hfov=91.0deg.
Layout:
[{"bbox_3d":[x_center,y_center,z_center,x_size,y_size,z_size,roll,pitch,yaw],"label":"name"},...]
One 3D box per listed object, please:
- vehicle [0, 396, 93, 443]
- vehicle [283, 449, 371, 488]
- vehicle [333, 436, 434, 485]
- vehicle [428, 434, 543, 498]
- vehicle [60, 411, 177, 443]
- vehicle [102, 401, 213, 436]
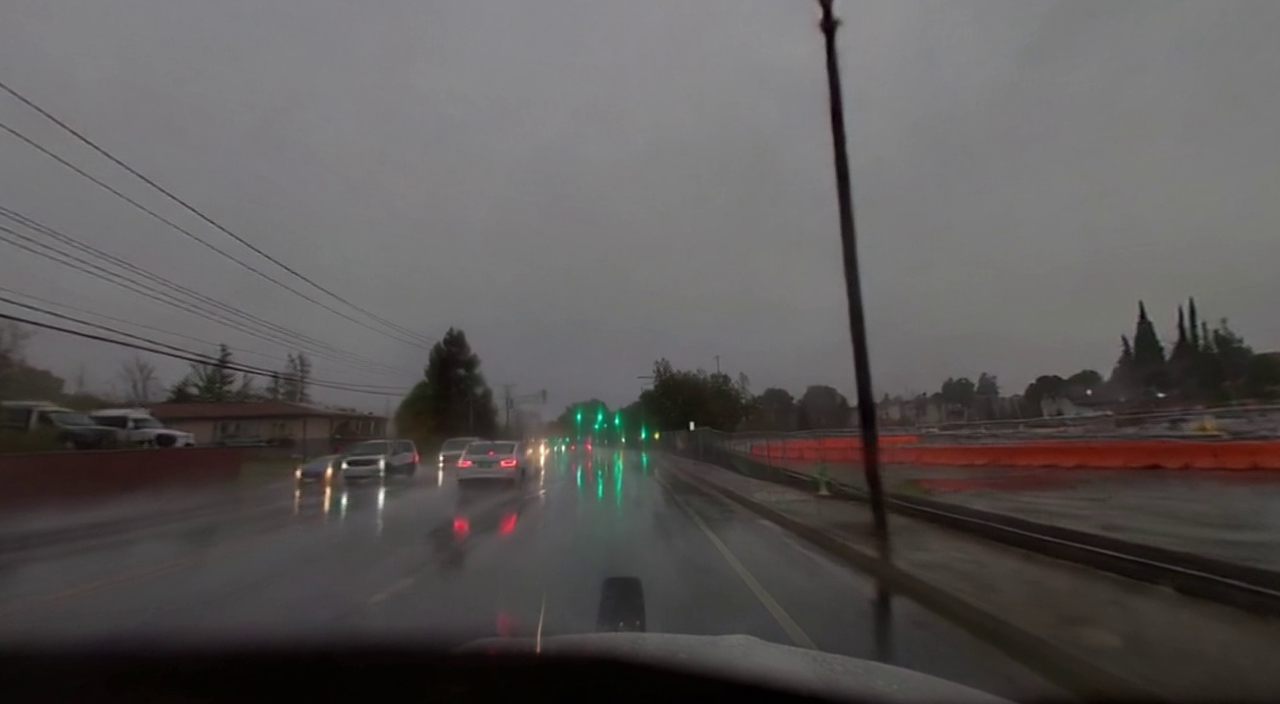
[{"bbox_3d":[-24.873,2.656,24.714,4.635,1.737,2.146,1,-8,-4],"label":"vehicle"},{"bbox_3d":[-14.637,5.427,29.748,2.081,1.515,4.307,-3,-8,-2],"label":"vehicle"},{"bbox_3d":[-10.633,4.520,26.570,2.206,1.845,4.917,1,-8,-1],"label":"vehicle"},{"bbox_3d":[-4.022,3.046,17.273,2.020,1.489,4.469,0,-8,0],"label":"vehicle"},{"bbox_3d":[-24.967,3.620,30.274,3.898,1.463,1.839,1,-8,-2],"label":"vehicle"},{"bbox_3d":[-24.584,3.427,32.198,3.949,1.754,2.074,0,-7,0],"label":"vehicle"}]
